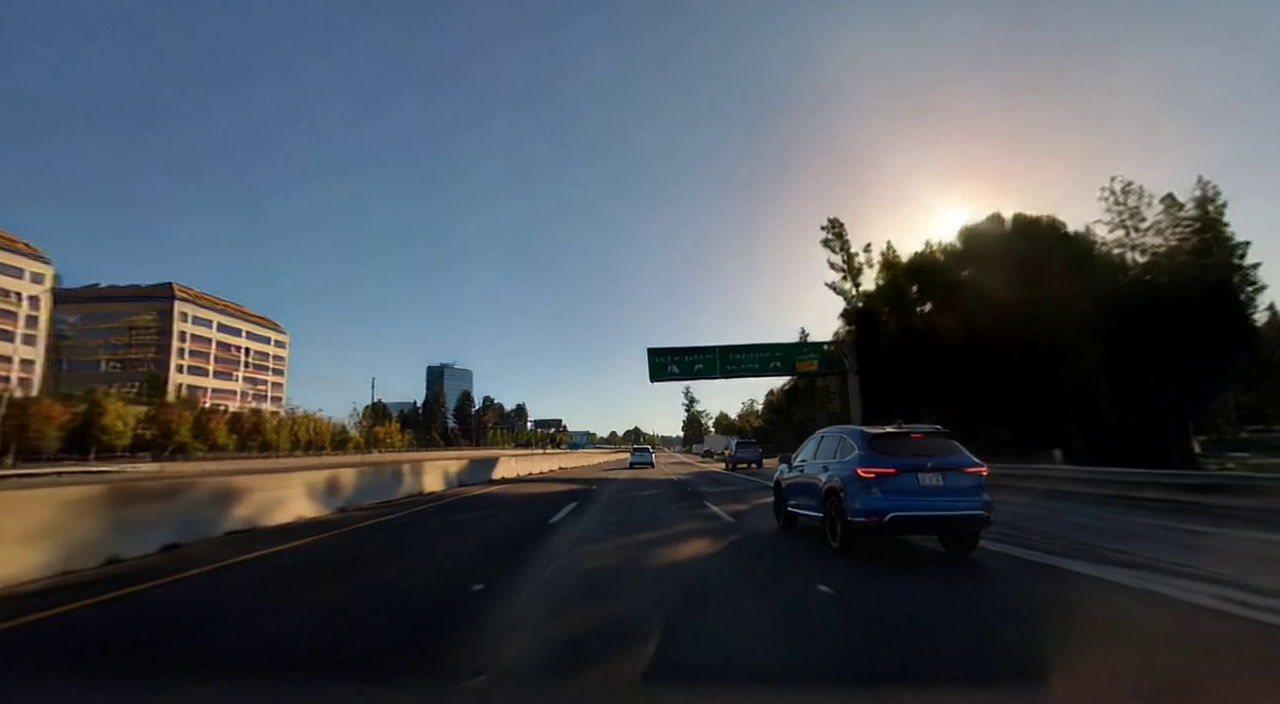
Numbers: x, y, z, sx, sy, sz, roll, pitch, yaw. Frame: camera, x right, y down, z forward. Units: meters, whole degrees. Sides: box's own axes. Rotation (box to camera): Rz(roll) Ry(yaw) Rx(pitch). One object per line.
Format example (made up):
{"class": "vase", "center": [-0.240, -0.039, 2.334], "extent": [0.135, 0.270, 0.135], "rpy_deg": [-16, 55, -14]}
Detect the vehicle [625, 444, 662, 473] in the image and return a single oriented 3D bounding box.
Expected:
{"class": "vehicle", "center": [0.244, 6.764, 40.337], "extent": [2.181, 1.768, 4.383], "rpy_deg": [0, -9, 1]}

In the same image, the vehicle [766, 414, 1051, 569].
{"class": "vehicle", "center": [3.339, 1.826, 9.042], "extent": [2.097, 1.659, 4.320], "rpy_deg": [0, -9, -1]}

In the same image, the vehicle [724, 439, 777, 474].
{"class": "vehicle", "center": [7.414, 7.060, 43.008], "extent": [2.526, 2.230, 6.190], "rpy_deg": [0, -9, 1]}
